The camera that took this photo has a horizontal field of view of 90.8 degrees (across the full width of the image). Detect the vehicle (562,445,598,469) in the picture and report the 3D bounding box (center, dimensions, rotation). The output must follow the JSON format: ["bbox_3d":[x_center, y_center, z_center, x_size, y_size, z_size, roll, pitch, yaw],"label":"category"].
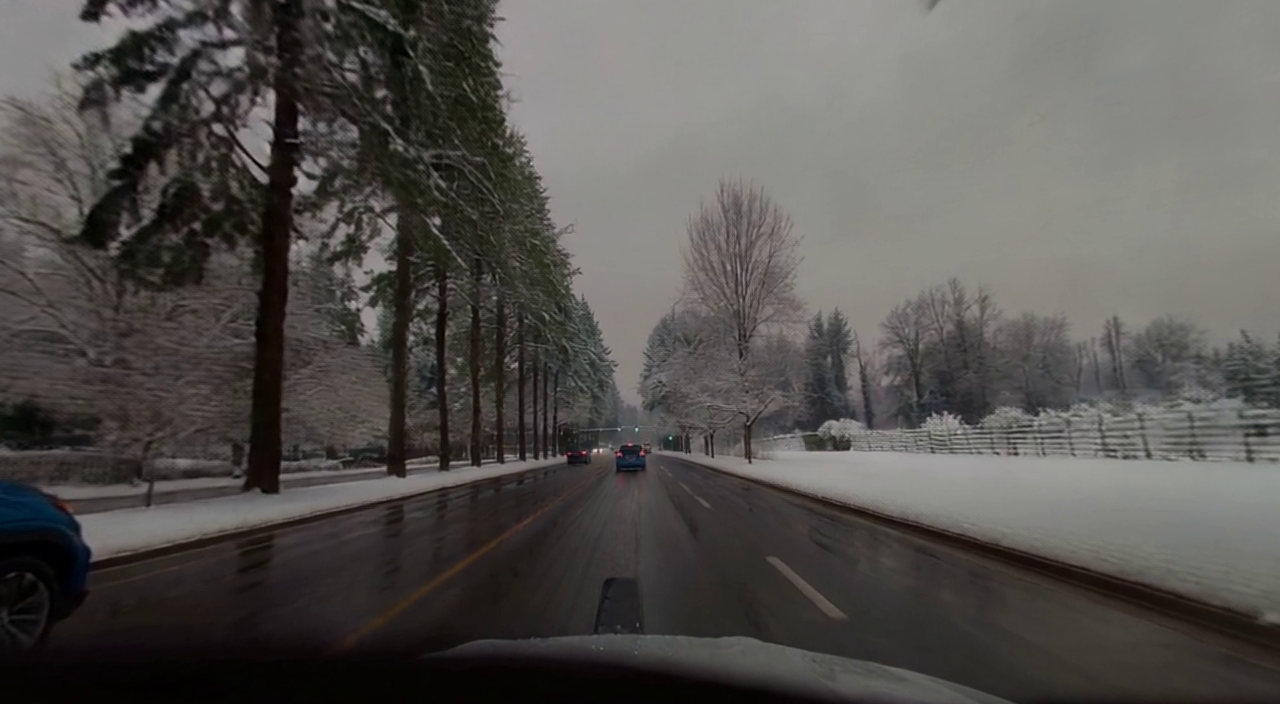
[{"bbox_3d":[-3.962,6.994,42.217,1.936,1.538,4.016,0,-8,1],"label":"vehicle"}]

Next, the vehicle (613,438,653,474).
[{"bbox_3d":[-0.362,5.471,33.385,2.018,1.769,3.897,0,-8,-1],"label":"vehicle"}]

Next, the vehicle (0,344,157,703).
[{"bbox_3d":[-4.043,0.643,1.735,1.860,1.741,4.479,0,-8,0],"label":"vehicle"}]
